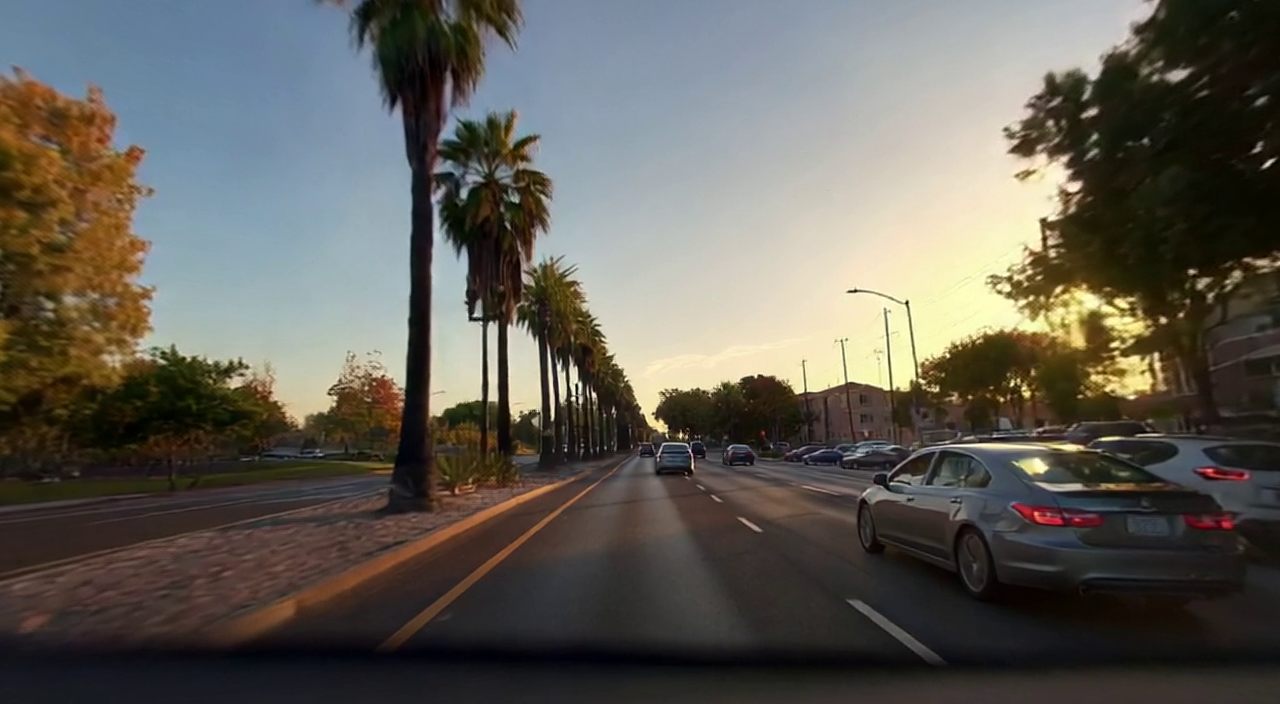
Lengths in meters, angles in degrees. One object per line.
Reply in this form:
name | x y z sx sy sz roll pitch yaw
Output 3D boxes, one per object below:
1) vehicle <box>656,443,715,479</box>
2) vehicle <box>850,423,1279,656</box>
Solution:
vehicle | 1.916 4.745 27.942 2.031 1.444 4.361 1 -8 -3
vehicle | 3.811 1.513 6.279 1.875 1.452 4.453 0 -8 -1
